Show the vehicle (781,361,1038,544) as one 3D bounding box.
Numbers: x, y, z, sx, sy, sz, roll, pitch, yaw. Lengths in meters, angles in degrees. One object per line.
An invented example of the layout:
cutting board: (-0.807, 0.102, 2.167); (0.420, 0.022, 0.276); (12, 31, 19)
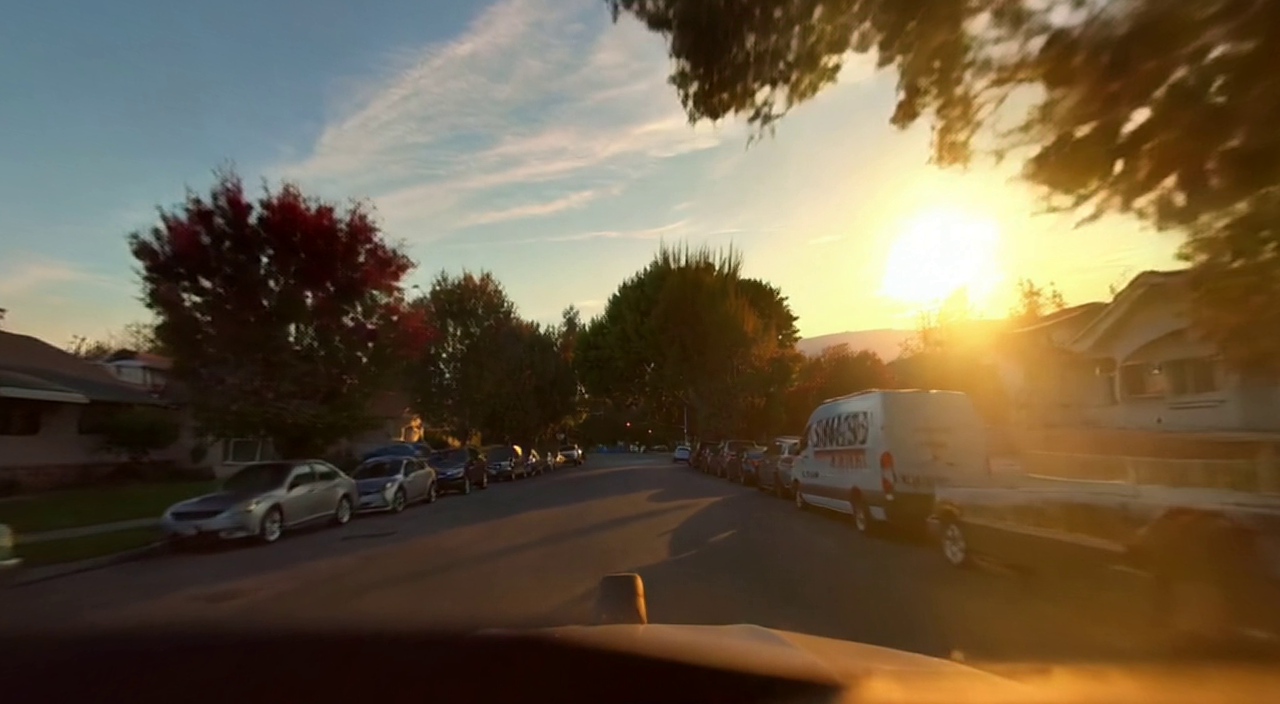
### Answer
vehicle: (4.582, 1.892, 12.163); (2.178, 2.656, 5.712); (0, -9, -2)

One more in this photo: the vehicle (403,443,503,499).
vehicle: (-6.828, 4.380, 23.806); (2.162, 1.846, 5.426); (0, -9, -1)

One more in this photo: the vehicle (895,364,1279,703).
vehicle: (4.324, 1.258, 5.264); (1.907, 1.768, 6.059); (0, -9, 0)

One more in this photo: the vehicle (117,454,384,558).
vehicle: (-6.748, 2.665, 11.811); (1.869, 1.467, 4.921); (0, -9, 0)

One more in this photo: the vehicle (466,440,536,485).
vehicle: (-6.790, 5.475, 31.712); (2.195, 2.023, 6.055); (0, -9, -1)
